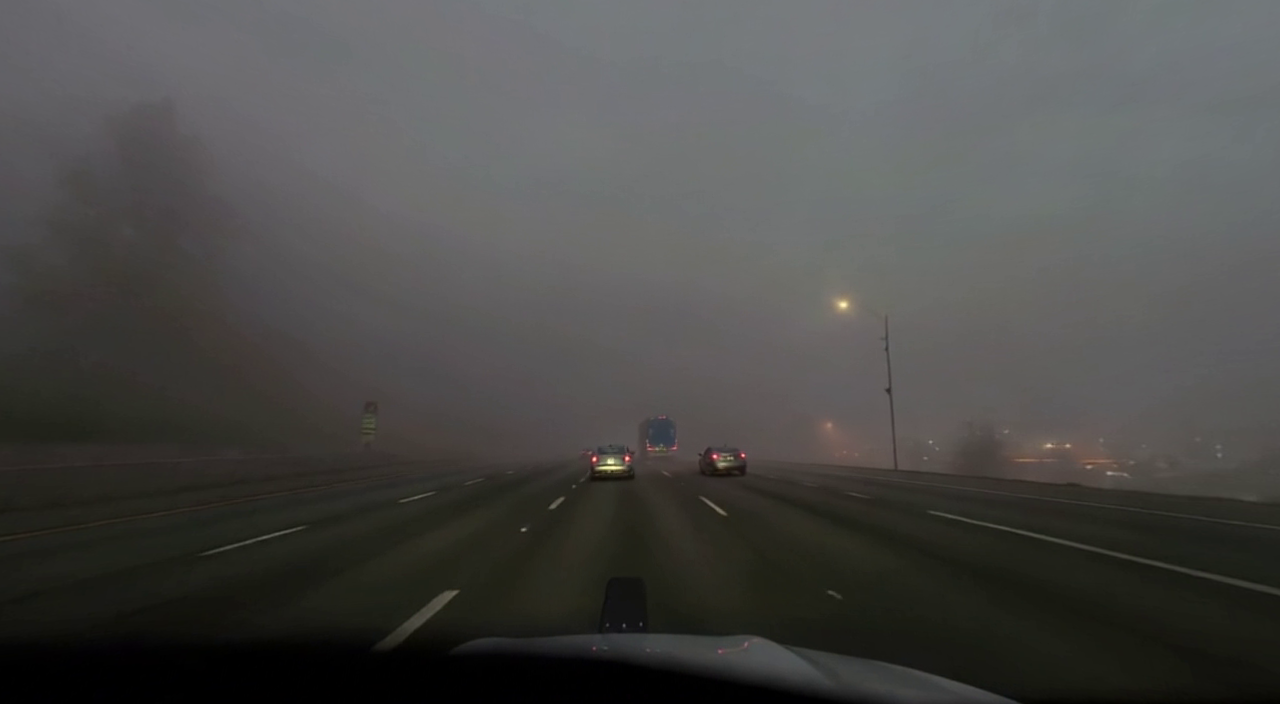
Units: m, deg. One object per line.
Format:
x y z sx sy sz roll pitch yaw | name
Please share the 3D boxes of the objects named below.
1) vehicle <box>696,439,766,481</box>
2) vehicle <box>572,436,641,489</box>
3.428 4.155 24.591 1.971 1.472 4.301 0 -9 -2 | vehicle
-0.977 3.556 20.561 2.020 1.516 3.951 -1 -9 0 | vehicle
